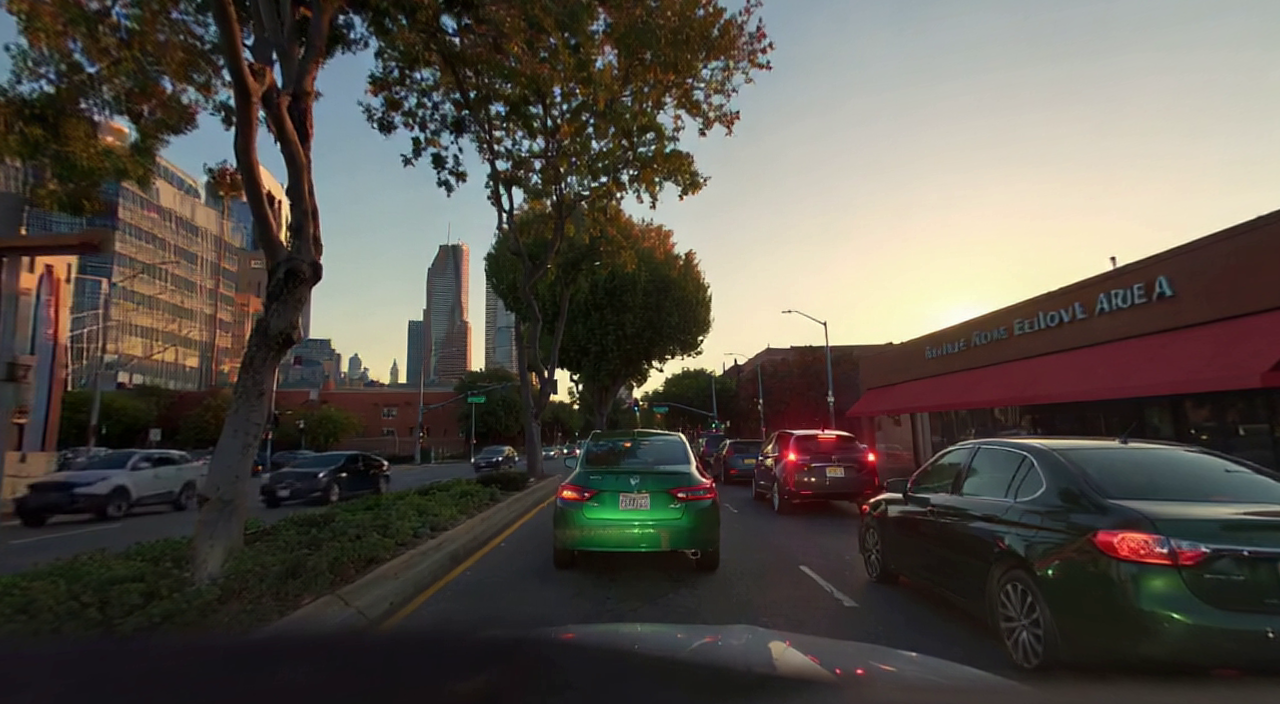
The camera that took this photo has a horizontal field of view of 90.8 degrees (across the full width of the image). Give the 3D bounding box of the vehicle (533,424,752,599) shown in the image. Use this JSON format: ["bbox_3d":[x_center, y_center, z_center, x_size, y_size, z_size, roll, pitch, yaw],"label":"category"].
[{"bbox_3d":[0.011,1.652,7.301,1.887,1.487,3.535,0,-9,0],"label":"vehicle"}]

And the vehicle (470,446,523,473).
[{"bbox_3d":[-8.413,6.350,37.404,2.169,1.477,4.168,0,-9,0],"label":"vehicle"}]

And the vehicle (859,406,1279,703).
[{"bbox_3d":[3.306,1.256,4.481,1.988,1.480,4.195,0,-9,0],"label":"vehicle"}]

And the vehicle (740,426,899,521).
[{"bbox_3d":[3.534,2.479,13.418,2.025,1.660,4.263,0,-9,-1],"label":"vehicle"}]

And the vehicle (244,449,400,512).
[{"bbox_3d":[-8.143,3.287,16.717,1.850,1.417,4.321,0,-9,0],"label":"vehicle"}]

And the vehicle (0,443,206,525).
[{"bbox_3d":[-13.489,3.235,16.114,2.072,1.773,4.329,0,-9,-7],"label":"vehicle"}]
